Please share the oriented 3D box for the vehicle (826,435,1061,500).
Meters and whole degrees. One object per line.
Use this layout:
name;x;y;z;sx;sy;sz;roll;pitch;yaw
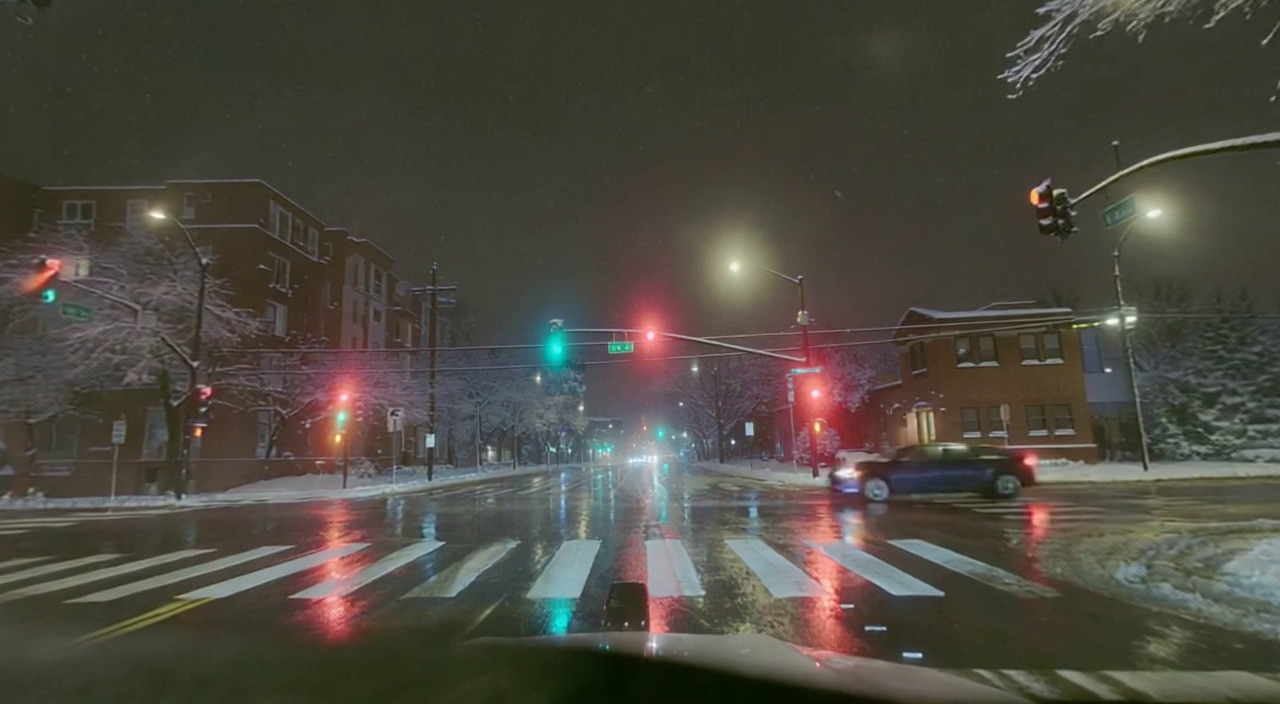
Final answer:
vehicle;7.381;2.849;15.756;4.847;1.484;1.926;0;-8;0
